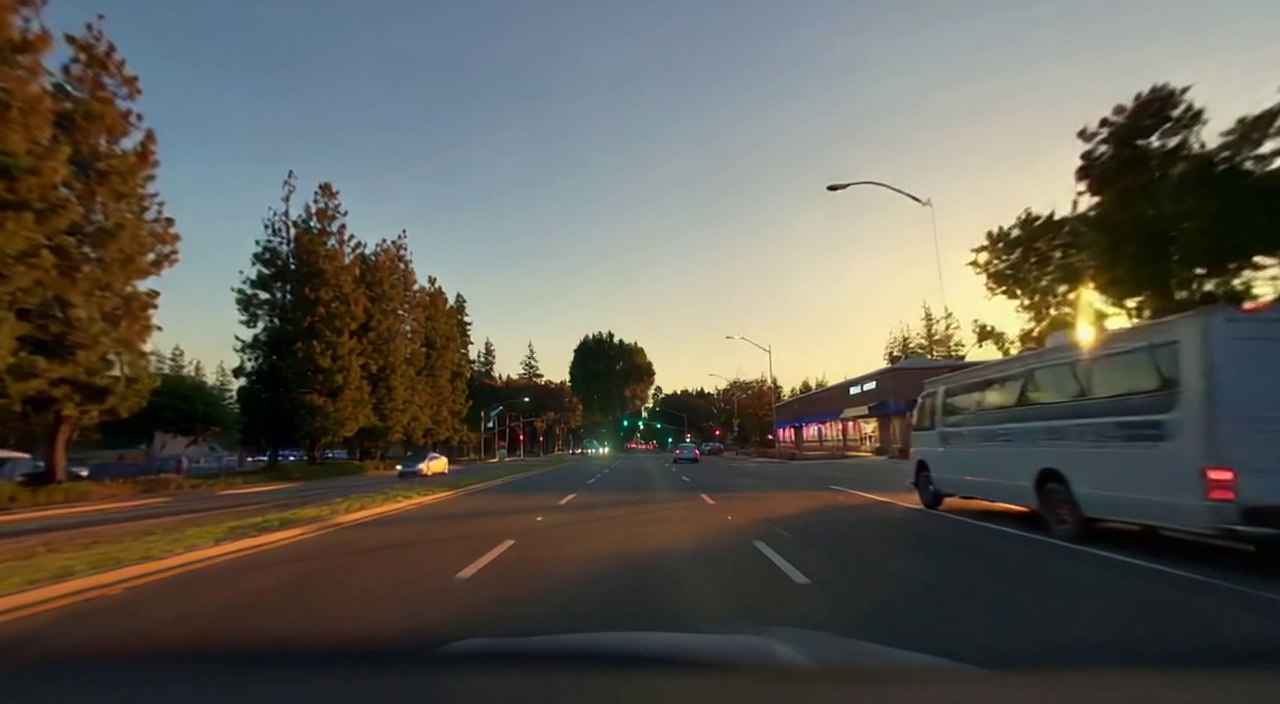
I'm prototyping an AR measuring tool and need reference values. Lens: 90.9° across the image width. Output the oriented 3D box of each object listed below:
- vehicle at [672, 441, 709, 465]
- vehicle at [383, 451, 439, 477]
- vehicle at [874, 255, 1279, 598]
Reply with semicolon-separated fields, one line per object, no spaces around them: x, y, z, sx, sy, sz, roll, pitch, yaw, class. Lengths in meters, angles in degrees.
3.308;6.747;42.278;2.057;1.470;4.454;0;-8;0;vehicle
-13.919;6.809;38.601;1.887;1.470;4.240;0;-8;-1;vehicle
6.841;1.241;10.018;3.013;3.152;8.476;0;-8;0;vehicle
